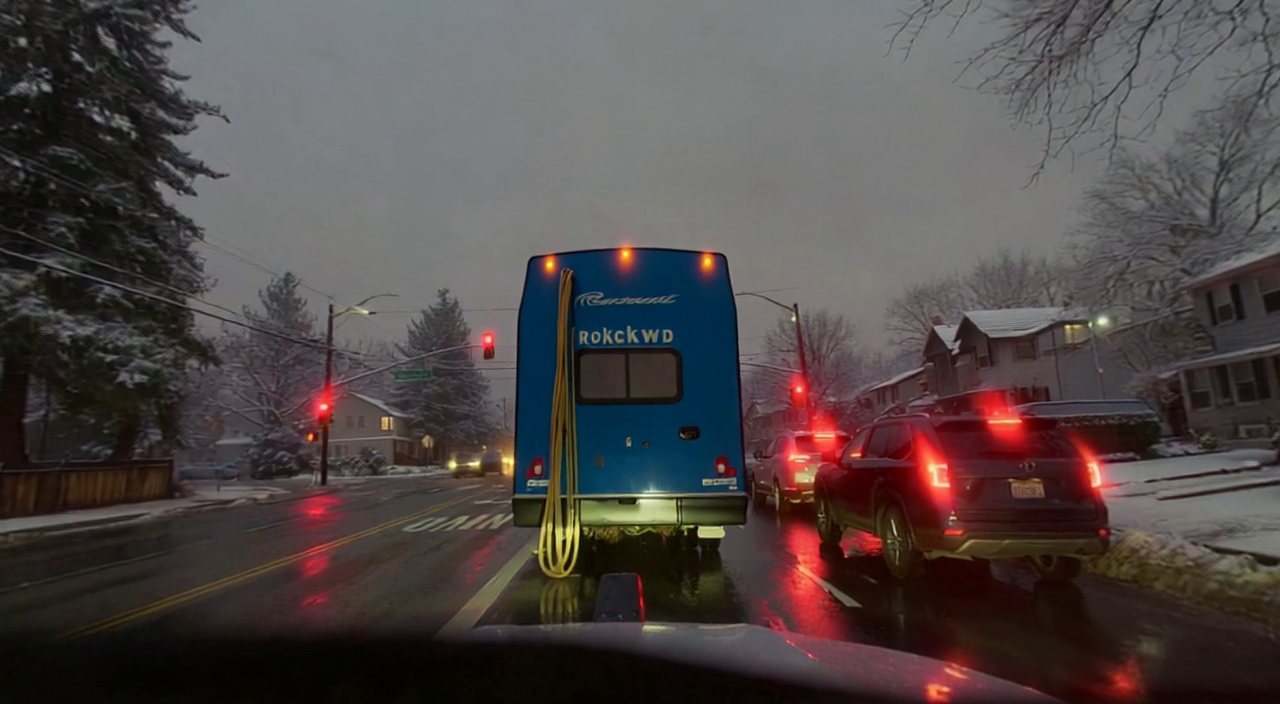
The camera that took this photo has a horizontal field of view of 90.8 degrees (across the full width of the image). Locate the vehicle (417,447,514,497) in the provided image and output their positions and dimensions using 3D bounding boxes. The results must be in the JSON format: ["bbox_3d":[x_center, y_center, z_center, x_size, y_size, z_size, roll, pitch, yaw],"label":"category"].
[{"bbox_3d":[-5.790,4.012,21.631,1.979,1.483,4.668,0,-9,0],"label":"vehicle"}]

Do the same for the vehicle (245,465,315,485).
[{"bbox_3d":[-27.413,9.364,48.139,4.187,1.445,1.809,0,-9,0],"label":"vehicle"}]

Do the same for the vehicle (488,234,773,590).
[{"bbox_3d":[-0.097,1.133,10.327,2.709,3.511,8.213,0,-9,0],"label":"vehicle"}]

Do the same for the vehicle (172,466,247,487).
[{"bbox_3d":[-32.646,9.412,47.957,4.311,1.458,1.707,0,-9,-3],"label":"vehicle"}]

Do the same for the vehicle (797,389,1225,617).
[{"bbox_3d":[3.407,1.490,7.131,2.104,1.735,4.408,0,-9,0],"label":"vehicle"}]
